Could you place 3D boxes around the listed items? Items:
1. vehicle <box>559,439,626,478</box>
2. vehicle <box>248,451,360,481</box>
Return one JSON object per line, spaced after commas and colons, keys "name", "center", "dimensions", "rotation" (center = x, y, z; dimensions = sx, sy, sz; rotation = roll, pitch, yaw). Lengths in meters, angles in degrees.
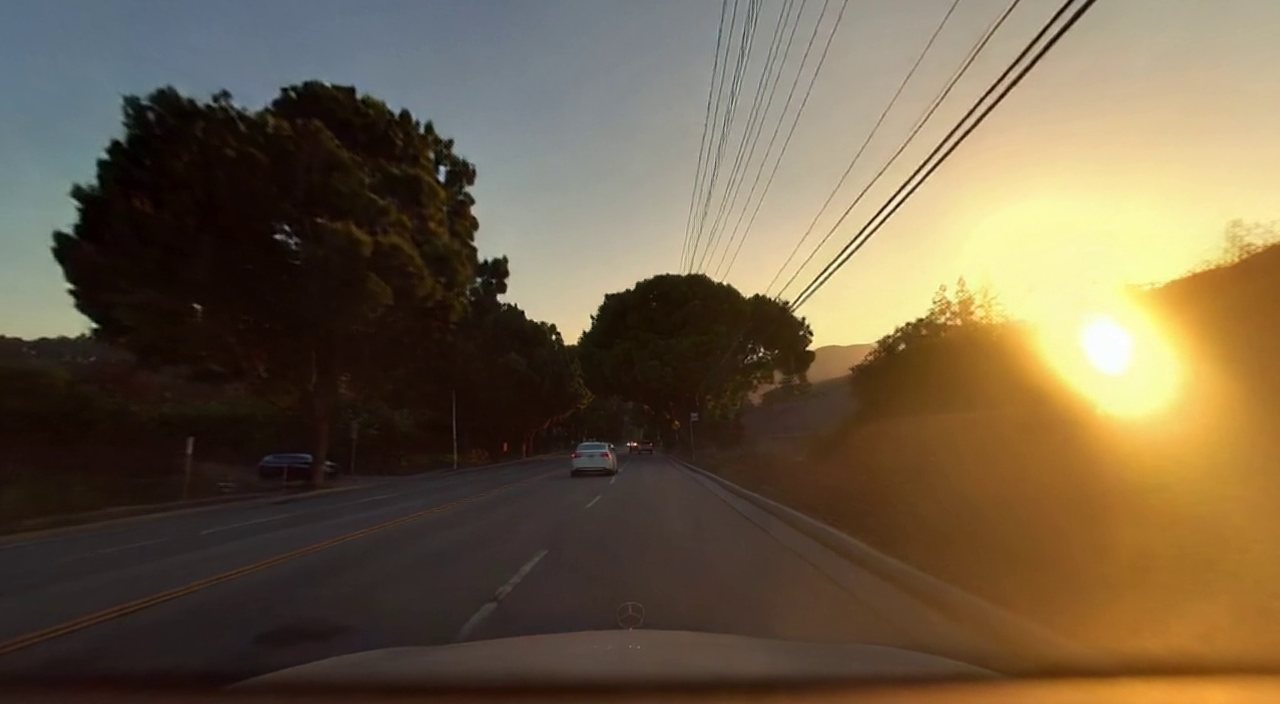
{"name": "vehicle", "center": [-1.845, 4.333, 25.884], "dimensions": [2.153, 1.461, 4.374], "rotation": [-1, -8, 3]}
{"name": "vehicle", "center": [-17.999, 6.119, 33.933], "dimensions": [4.916, 1.474, 2.008], "rotation": [0, -8, 1]}
